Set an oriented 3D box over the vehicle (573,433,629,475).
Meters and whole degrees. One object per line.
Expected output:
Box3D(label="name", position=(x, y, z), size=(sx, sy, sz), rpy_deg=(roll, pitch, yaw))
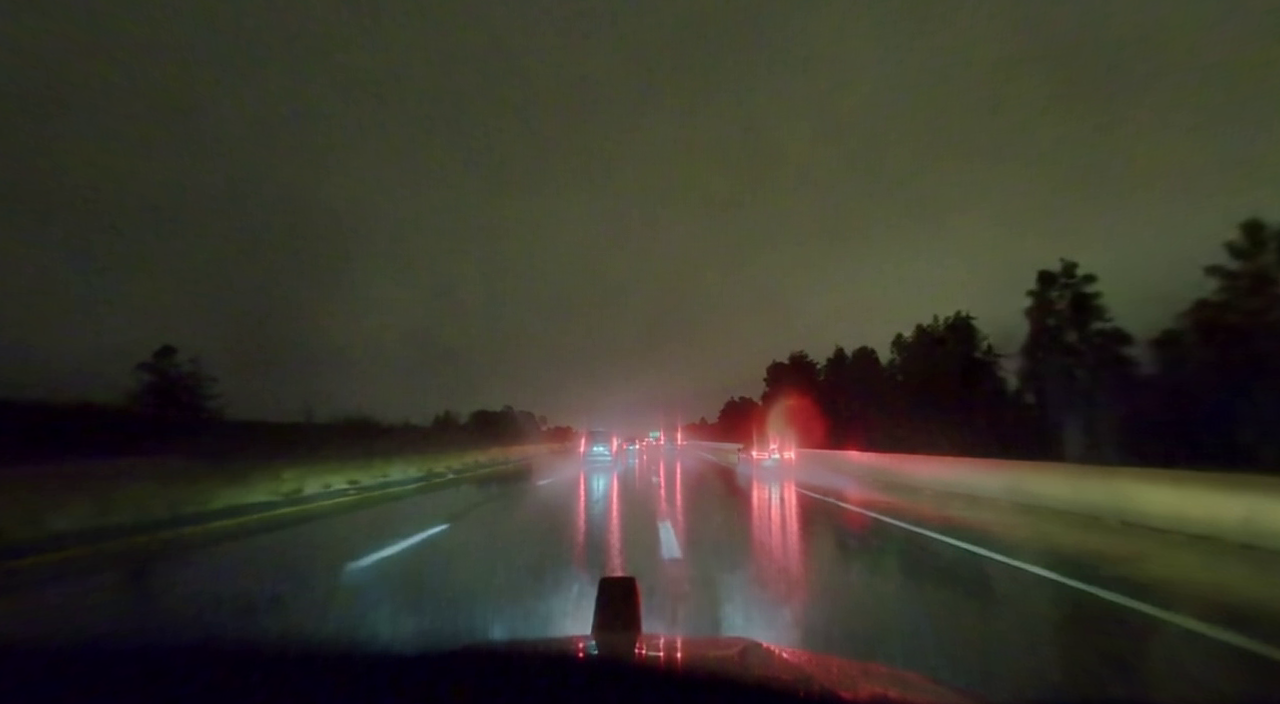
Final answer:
Box3D(label="vehicle", position=(-1.523, 4.197, 26.298), size=(2.039, 1.589, 4.324), rpy_deg=(0, -8, 1))
